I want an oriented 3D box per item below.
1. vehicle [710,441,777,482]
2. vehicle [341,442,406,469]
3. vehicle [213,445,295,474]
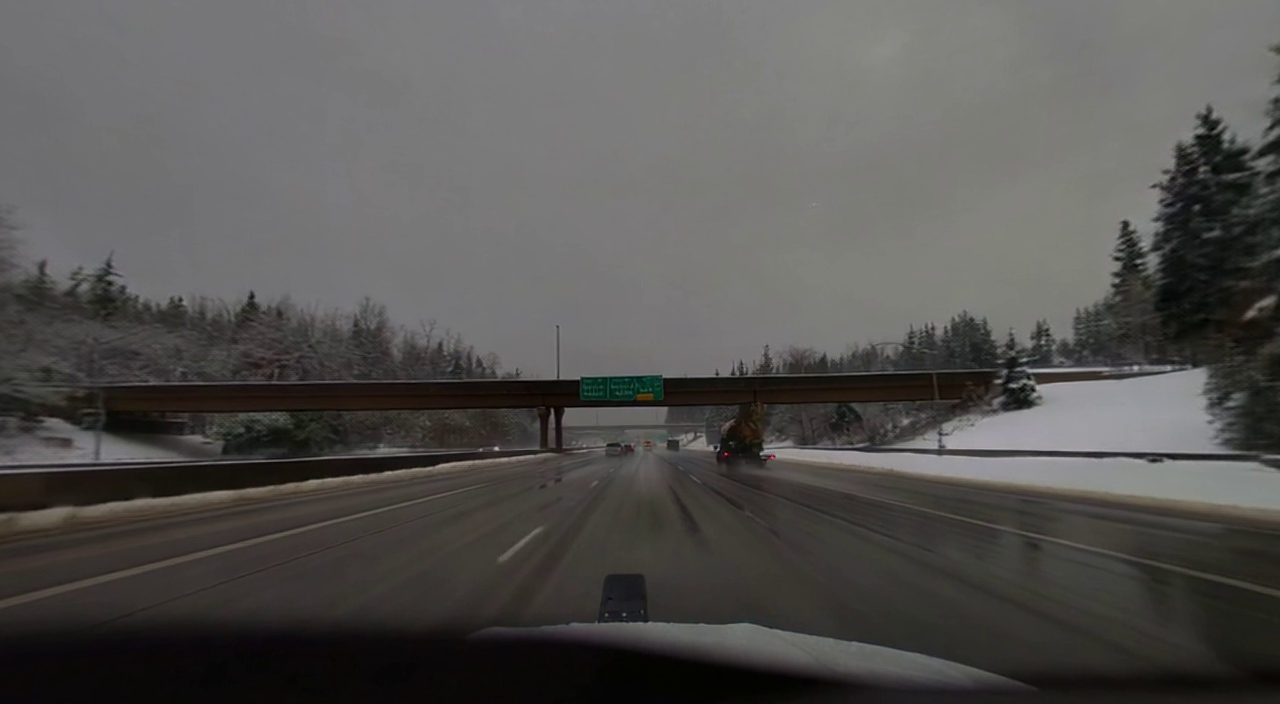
[{"bbox_3d":[4.067,4.369,25.541,1.908,1.483,4.259,0,-8,-1],"label":"vehicle"},{"bbox_3d":[-17.442,6.763,41.527,2.055,1.682,4.951,0,-8,1],"label":"vehicle"},{"bbox_3d":[-25.092,6.967,41.265,2.008,1.763,5.223,0,-8,1],"label":"vehicle"}]
